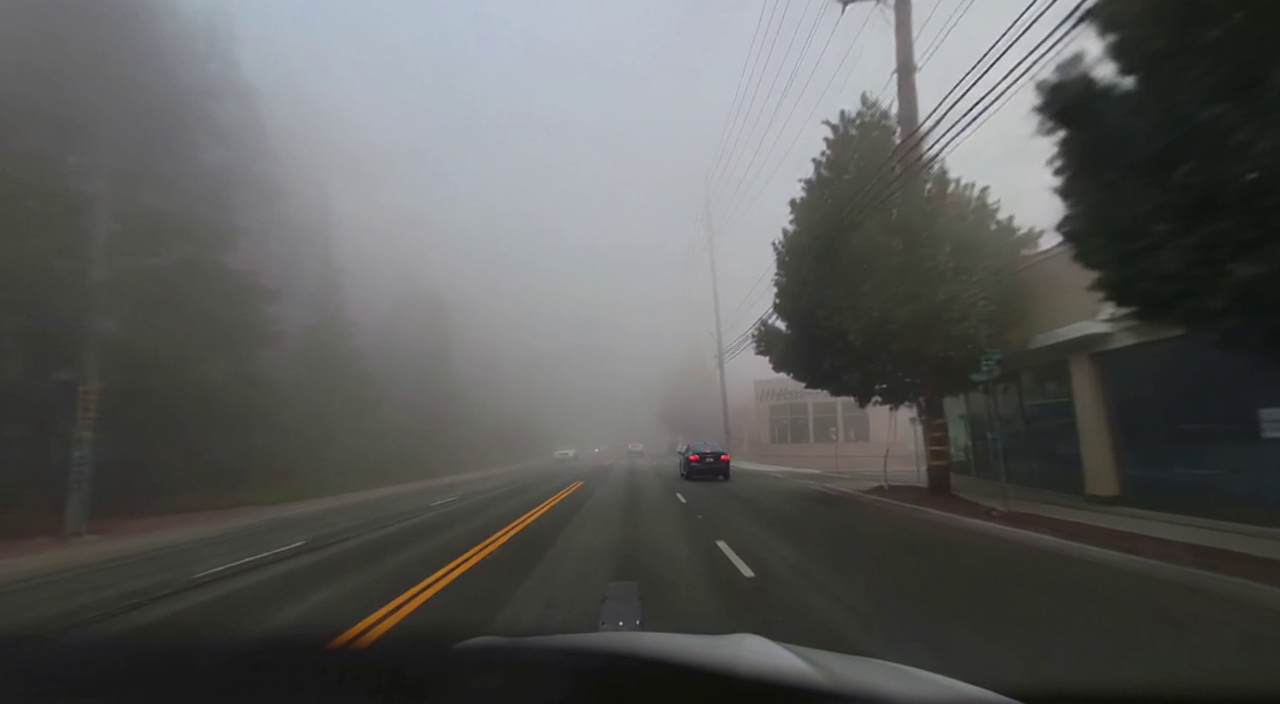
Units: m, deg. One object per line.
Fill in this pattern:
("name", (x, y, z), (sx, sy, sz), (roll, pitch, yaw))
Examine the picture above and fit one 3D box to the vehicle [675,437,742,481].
("vehicle", (2.444, 3.929, 23.427), (1.975, 1.497, 3.647), (0, -8, -1))
